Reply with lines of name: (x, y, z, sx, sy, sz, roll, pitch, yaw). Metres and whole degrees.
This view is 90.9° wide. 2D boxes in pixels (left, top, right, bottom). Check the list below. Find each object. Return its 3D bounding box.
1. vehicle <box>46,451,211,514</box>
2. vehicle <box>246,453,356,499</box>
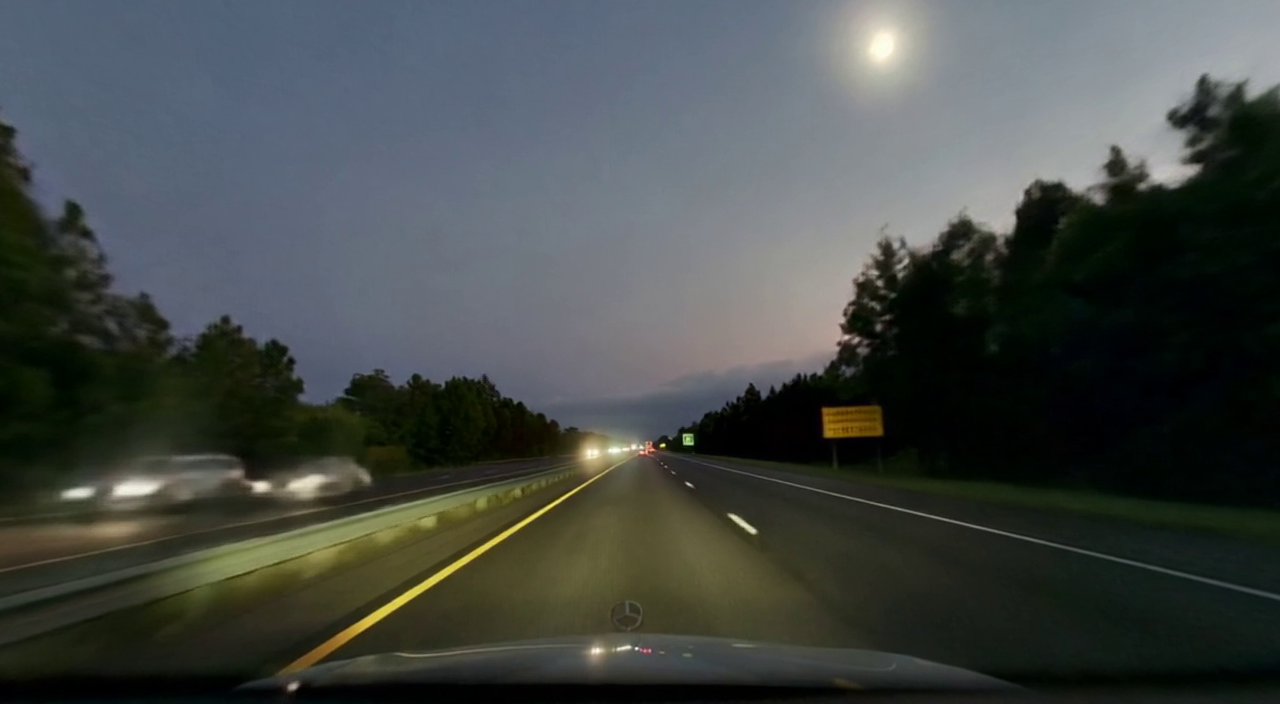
vehicle: (-16.687, 4.222, 20.917, 1.864, 1.845, 4.249, 0, -9, 0)
vehicle: (-12.888, 4.714, 24.305, 1.934, 1.588, 4.100, 0, -9, 0)
